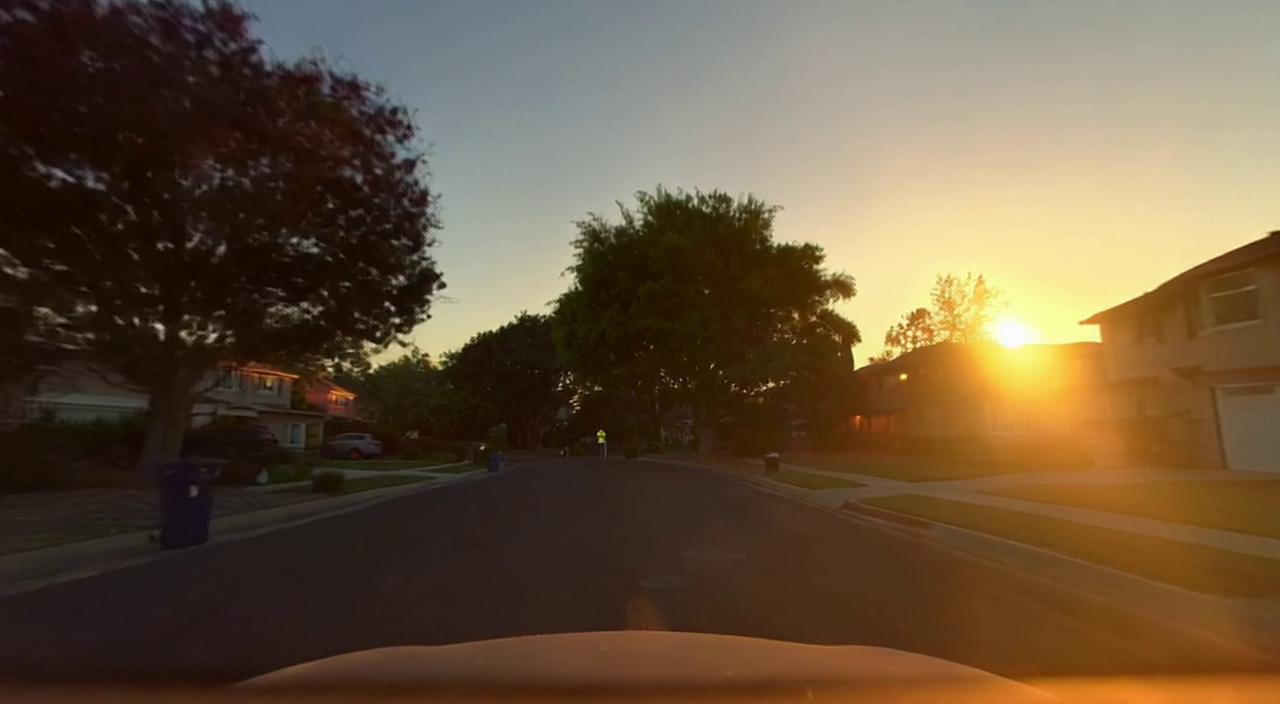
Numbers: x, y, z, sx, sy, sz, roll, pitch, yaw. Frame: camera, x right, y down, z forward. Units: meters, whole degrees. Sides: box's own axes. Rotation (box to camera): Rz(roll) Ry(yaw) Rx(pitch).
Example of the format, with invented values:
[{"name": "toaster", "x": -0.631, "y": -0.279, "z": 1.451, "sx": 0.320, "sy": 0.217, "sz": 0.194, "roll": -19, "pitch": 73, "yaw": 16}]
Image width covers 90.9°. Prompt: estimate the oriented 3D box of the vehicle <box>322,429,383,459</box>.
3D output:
[{"name": "vehicle", "x": -19.456, "y": 6.282, "z": 42.910, "sx": 2.407, "sy": 1.912, "sz": 5.091, "roll": 1, "pitch": -8, "yaw": -9}]
